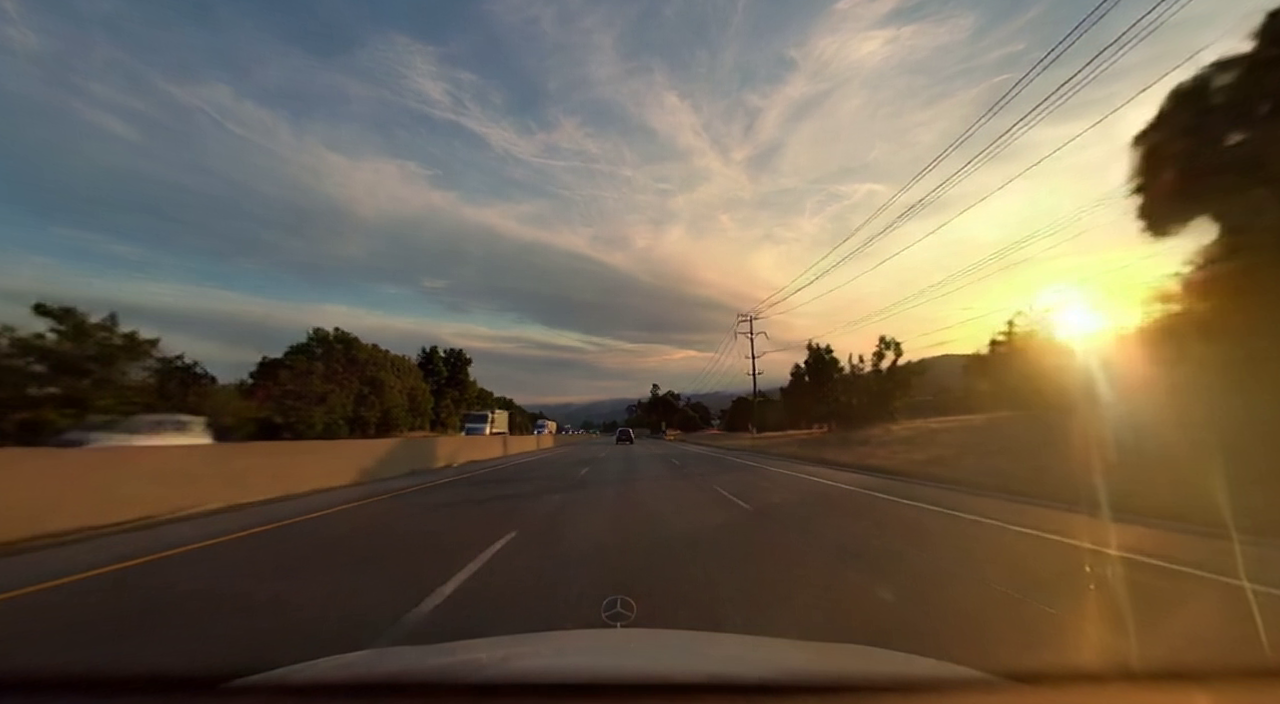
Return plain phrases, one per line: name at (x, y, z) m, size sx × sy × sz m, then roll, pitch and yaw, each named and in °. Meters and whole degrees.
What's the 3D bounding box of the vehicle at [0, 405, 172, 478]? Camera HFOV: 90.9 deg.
vehicle at (-13.226, 2.080, 14.749) m, size 1.838 × 1.491 × 3.446 m, roll 0°, pitch -8°, yaw 0°
